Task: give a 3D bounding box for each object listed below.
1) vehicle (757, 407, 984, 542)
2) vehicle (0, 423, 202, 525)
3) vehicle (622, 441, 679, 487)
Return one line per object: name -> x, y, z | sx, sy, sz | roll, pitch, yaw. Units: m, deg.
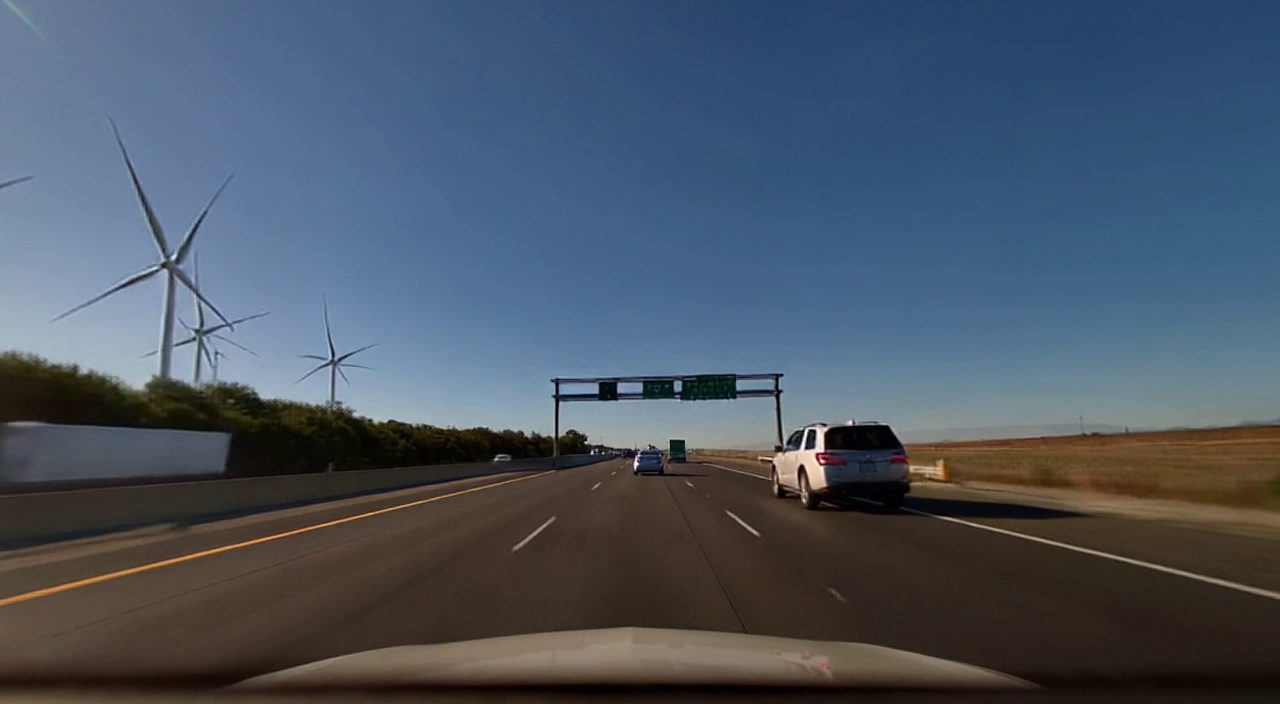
vehicle -> 3.676, 2.095, 11.323 | 2.104, 1.861, 4.956 | 0, -9, -1
vehicle -> -19.592, 4.084, 21.799 | 2.778, 2.875, 8.205 | 0, -9, 1
vehicle -> 0.366, 4.394, 25.037 | 2.083, 1.653, 3.787 | 0, -9, 0
